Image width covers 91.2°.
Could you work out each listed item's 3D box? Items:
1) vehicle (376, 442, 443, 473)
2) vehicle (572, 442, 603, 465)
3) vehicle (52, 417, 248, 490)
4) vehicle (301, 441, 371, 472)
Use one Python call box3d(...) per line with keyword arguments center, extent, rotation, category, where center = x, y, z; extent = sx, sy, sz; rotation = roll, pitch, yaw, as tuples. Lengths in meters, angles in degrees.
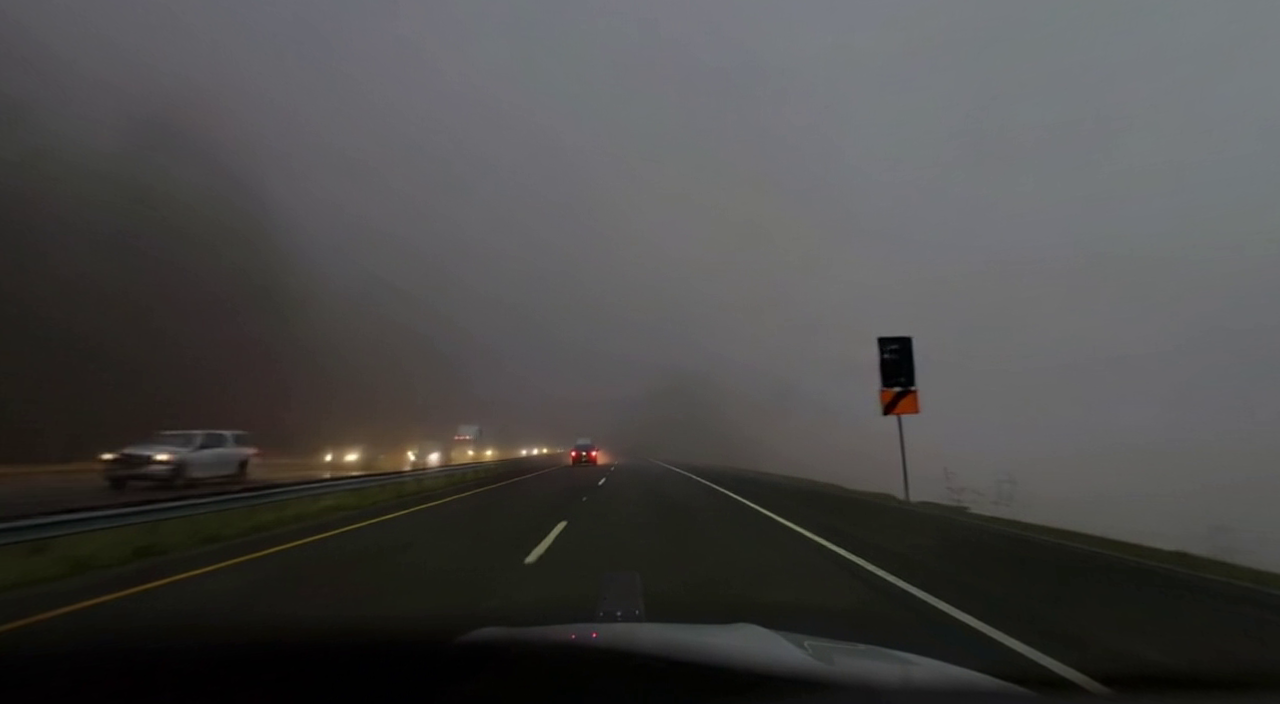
box3d(center=(-11.682, 5.377, 32.084), extent=(1.887, 1.473, 4.124), rotation=(0, -9, 0), category="vehicle")
box3d(center=(-4.044, 7.939, 48.892), extent=(2.098, 1.692, 4.038), rotation=(0, -9, 0), category="vehicle")
box3d(center=(-14.781, 3.109, 19.395), extent=(2.109, 1.954, 4.790), rotation=(0, -9, 1), category="vehicle")
box3d(center=(-16.661, 5.740, 34.547), extent=(1.762, 1.539, 4.124), rotation=(0, -9, 0), category="vehicle")
